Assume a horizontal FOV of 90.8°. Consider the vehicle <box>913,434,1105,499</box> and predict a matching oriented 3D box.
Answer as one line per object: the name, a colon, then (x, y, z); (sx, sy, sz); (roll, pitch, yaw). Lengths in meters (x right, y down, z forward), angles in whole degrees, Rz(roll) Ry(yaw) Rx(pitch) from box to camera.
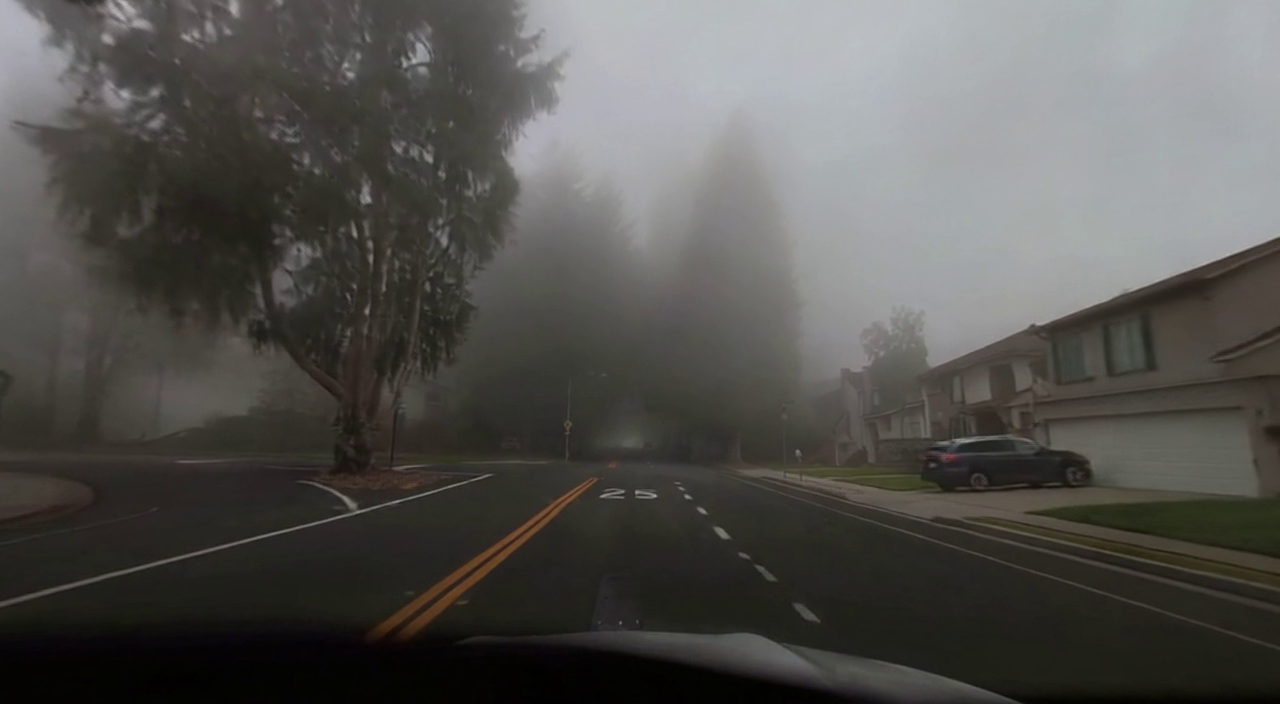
vehicle: (10.849, 3.369, 18.854); (4.453, 1.590, 1.861); (-3, -6, 2)
